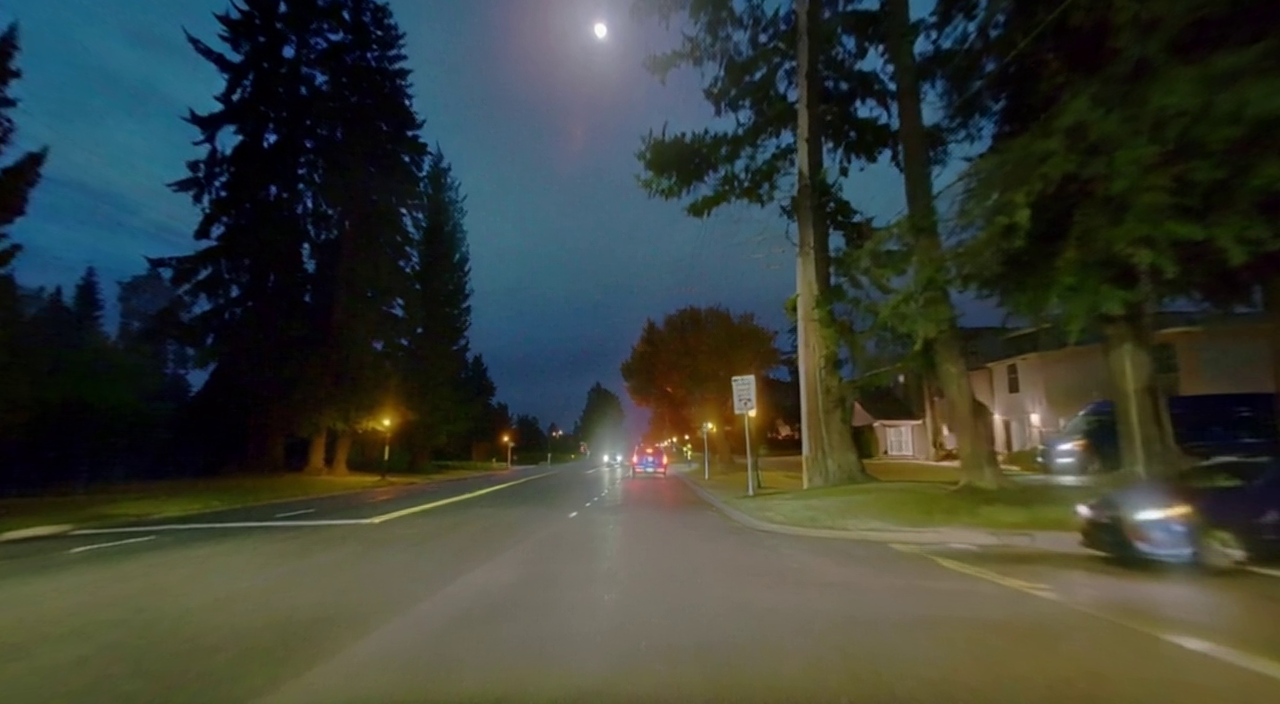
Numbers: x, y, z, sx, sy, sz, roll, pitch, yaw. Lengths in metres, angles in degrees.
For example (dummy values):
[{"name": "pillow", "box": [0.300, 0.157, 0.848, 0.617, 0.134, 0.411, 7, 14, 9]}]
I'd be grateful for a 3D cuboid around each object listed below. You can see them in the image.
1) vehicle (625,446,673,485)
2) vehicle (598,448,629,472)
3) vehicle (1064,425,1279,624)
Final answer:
[{"name": "vehicle", "box": [0.433, 5.378, 30.178, 2.120, 1.718, 3.909, 0, -9, 1]}, {"name": "vehicle", "box": [-2.017, 8.411, 49.103, 2.157, 1.765, 4.303, 0, -9, 2]}, {"name": "vehicle", "box": [6.759, 1.419, 5.606, 4.543, 1.472, 1.830, 0, -9, 3]}]
